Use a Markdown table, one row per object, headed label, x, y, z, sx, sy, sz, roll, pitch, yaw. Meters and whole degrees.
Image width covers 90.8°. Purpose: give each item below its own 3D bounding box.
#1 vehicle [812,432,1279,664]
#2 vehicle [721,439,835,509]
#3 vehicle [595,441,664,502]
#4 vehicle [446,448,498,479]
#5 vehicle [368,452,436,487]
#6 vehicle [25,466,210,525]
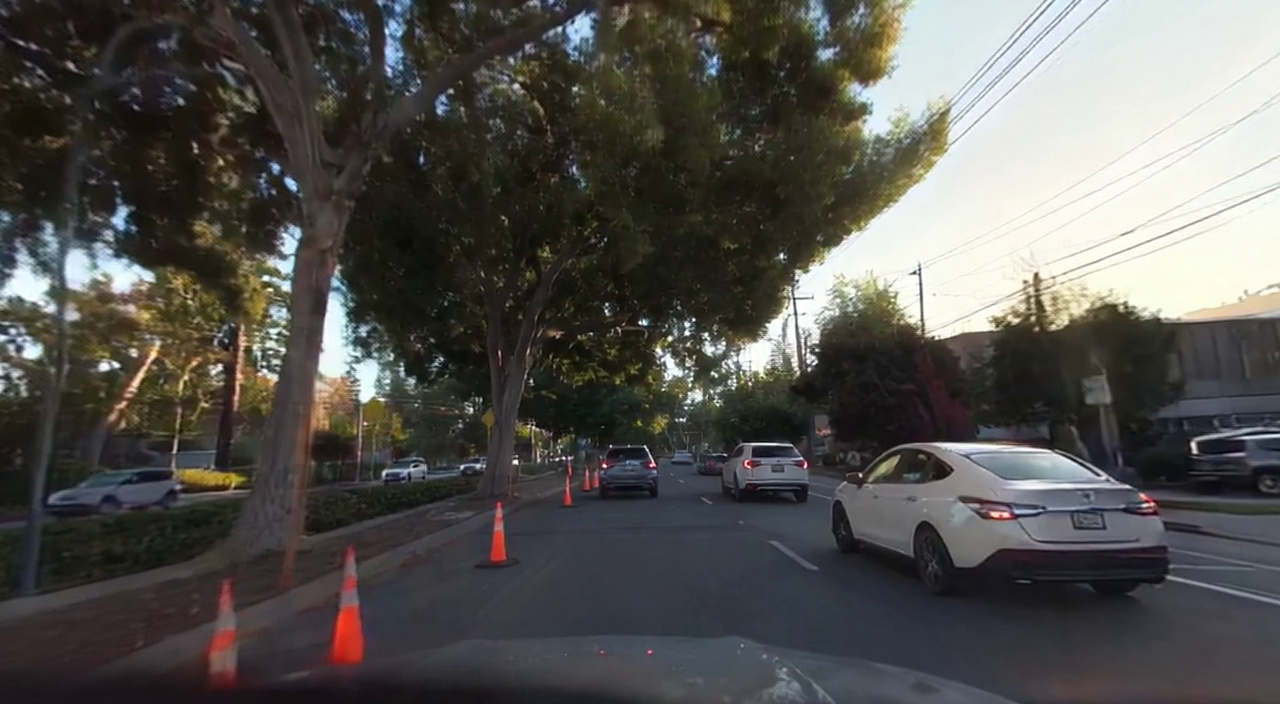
| label | x | y | z | sx | sy | sz | roll | pitch | yaw |
| --- | --- | --- | --- | --- | --- | --- | --- | --- | --- |
| vehicle | 3.423 | 1.606 | 6.435 | 1.977 | 1.460 | 4.565 | 0 | -8 | -1 |
| vehicle | 3.795 | 3.444 | 18.363 | 2.116 | 1.726 | 4.672 | 0 | -8 | -1 |
| vehicle | -0.318 | 3.814 | 20.614 | 2.050 | 1.745 | 3.915 | -1 | -8 | 0 |
| vehicle | -12.343 | 8.188 | 46.901 | 2.223 | 2.091 | 6.044 | -1 | -8 | -1 |
| vehicle | -16.048 | 7.908 | 43.003 | 2.258 | 2.072 | 5.695 | -1 | -8 | 1 |
| vehicle | -16.176 | 4.420 | 19.968 | 1.973 | 1.457 | 4.564 | -1 | -8 | 0 |
